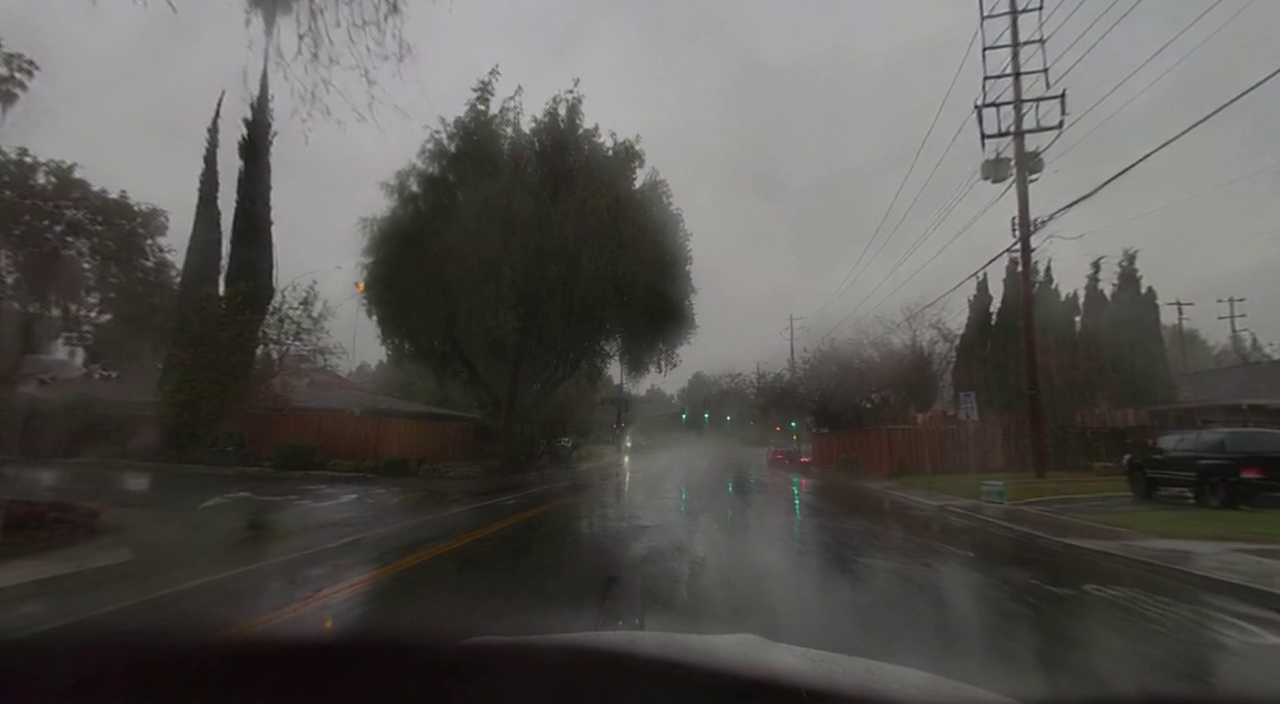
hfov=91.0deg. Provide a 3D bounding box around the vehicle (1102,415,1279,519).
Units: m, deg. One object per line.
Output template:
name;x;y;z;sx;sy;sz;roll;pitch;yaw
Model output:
vehicle;13.036;2.520;14.267;1.912;1.953;4.651;0;-8;6
